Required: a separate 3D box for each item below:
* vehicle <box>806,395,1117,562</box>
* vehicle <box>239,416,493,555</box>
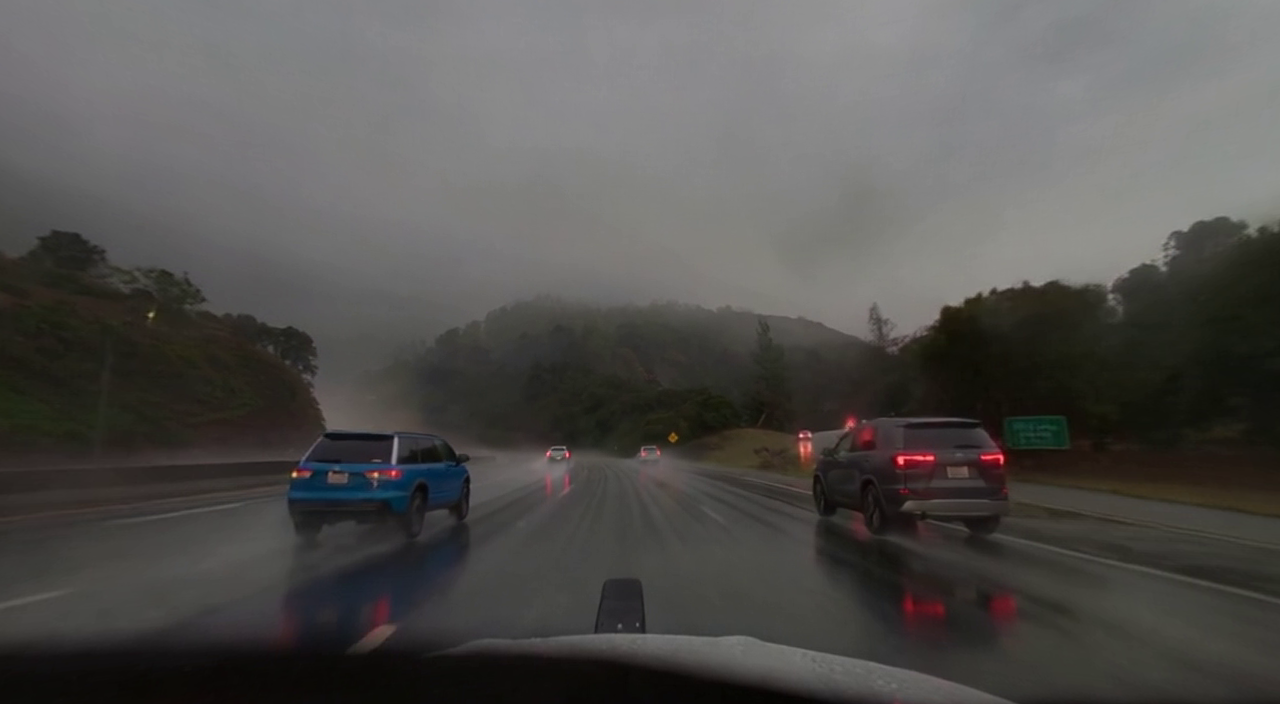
[{"bbox_3d":[4.340,1.820,9.738,2.103,1.903,4.837,0,-9,-2],"label":"vehicle"},{"bbox_3d":[-4.079,2.080,10.520,2.213,1.766,4.598,0,-9,-1],"label":"vehicle"}]
